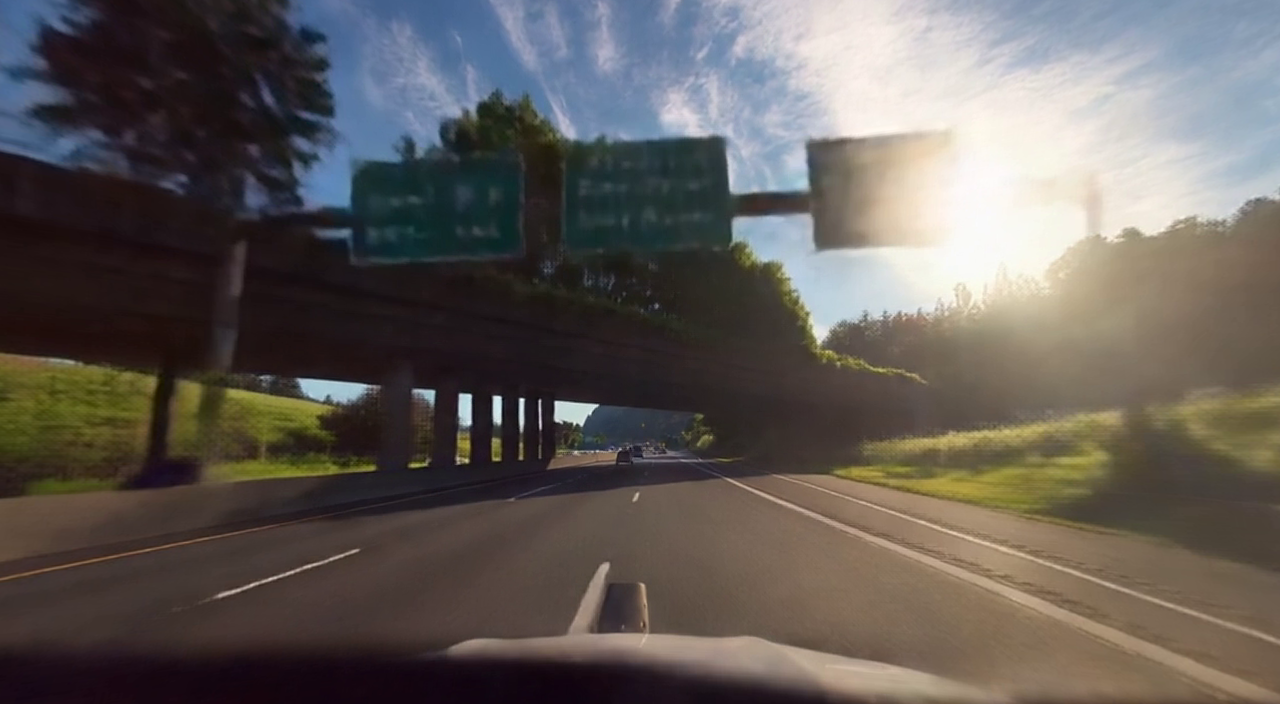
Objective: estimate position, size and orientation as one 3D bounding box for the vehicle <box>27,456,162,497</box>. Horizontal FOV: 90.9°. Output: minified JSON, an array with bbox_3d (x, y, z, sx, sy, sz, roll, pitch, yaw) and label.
[{"bbox_3d":[-21.392,4.867,24.944,1.835,1.455,3.837,0,-9,2],"label":"vehicle"}]
